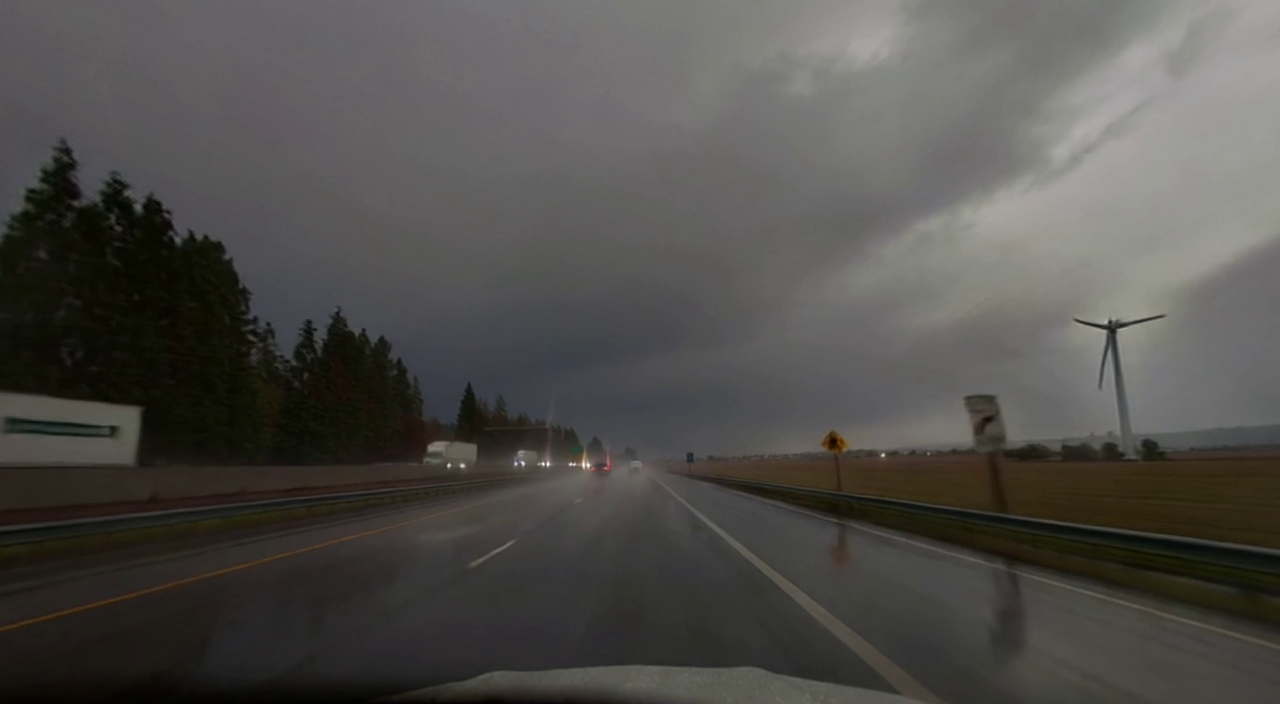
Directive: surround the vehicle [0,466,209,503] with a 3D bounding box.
[{"bbox_3d":[-23.394,5.304,25.778,2.915,1.222,12.550,1,-10,0],"label":"vehicle"}]
